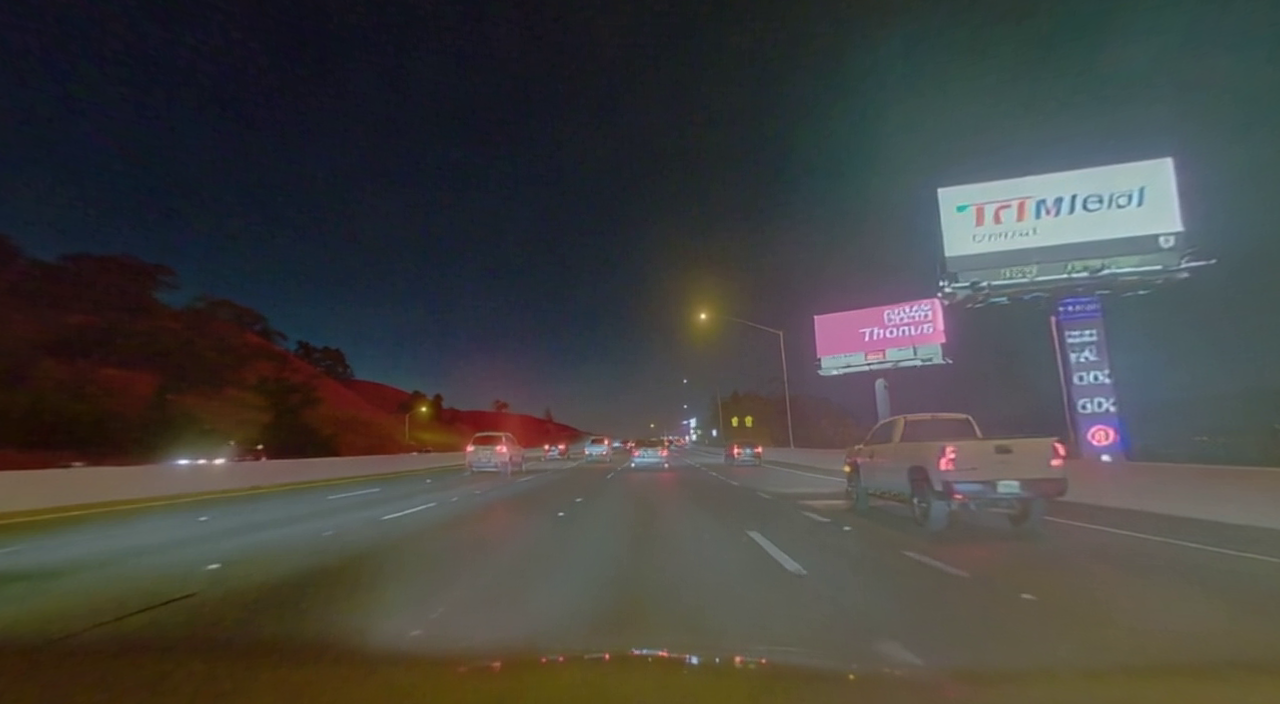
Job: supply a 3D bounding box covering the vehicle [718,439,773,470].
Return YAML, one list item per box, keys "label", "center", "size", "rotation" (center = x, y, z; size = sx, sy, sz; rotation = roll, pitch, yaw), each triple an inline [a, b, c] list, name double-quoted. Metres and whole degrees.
- label: "vehicle"
  center: [5.344, 5.279, 32.659]
  size: [1.998, 1.456, 4.338]
  rotation: [0, -8, -1]

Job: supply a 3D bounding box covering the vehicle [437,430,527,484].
- label: "vehicle"
  center: [-5.811, 3.937, 23.927]
  size: [2.160, 1.799, 5.001]
  rotation: [0, -8, 0]

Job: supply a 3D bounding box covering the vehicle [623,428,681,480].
- label: "vehicle"
  center: [0.418, 3.932, 24.508]
  size: [2.052, 1.808, 3.898]
  rotation: [0, -8, 0]

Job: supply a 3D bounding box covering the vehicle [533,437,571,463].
- label: "vehicle"
  center: [-6.408, 7.188, 46.469]
  size: [2.036, 1.813, 4.564]
  rotation: [0, -8, 1]

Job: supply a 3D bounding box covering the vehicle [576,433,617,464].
- label: "vehicle"
  center: [-2.963, 6.745, 44.340]
  size: [2.316, 1.999, 5.765]
  rotation: [0, -8, 1]

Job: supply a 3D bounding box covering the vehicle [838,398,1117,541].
- label: "vehicle"
  center: [5.210, 1.891, 10.733]
  size: [2.029, 1.859, 4.669]
  rotation: [0, -8, -2]
